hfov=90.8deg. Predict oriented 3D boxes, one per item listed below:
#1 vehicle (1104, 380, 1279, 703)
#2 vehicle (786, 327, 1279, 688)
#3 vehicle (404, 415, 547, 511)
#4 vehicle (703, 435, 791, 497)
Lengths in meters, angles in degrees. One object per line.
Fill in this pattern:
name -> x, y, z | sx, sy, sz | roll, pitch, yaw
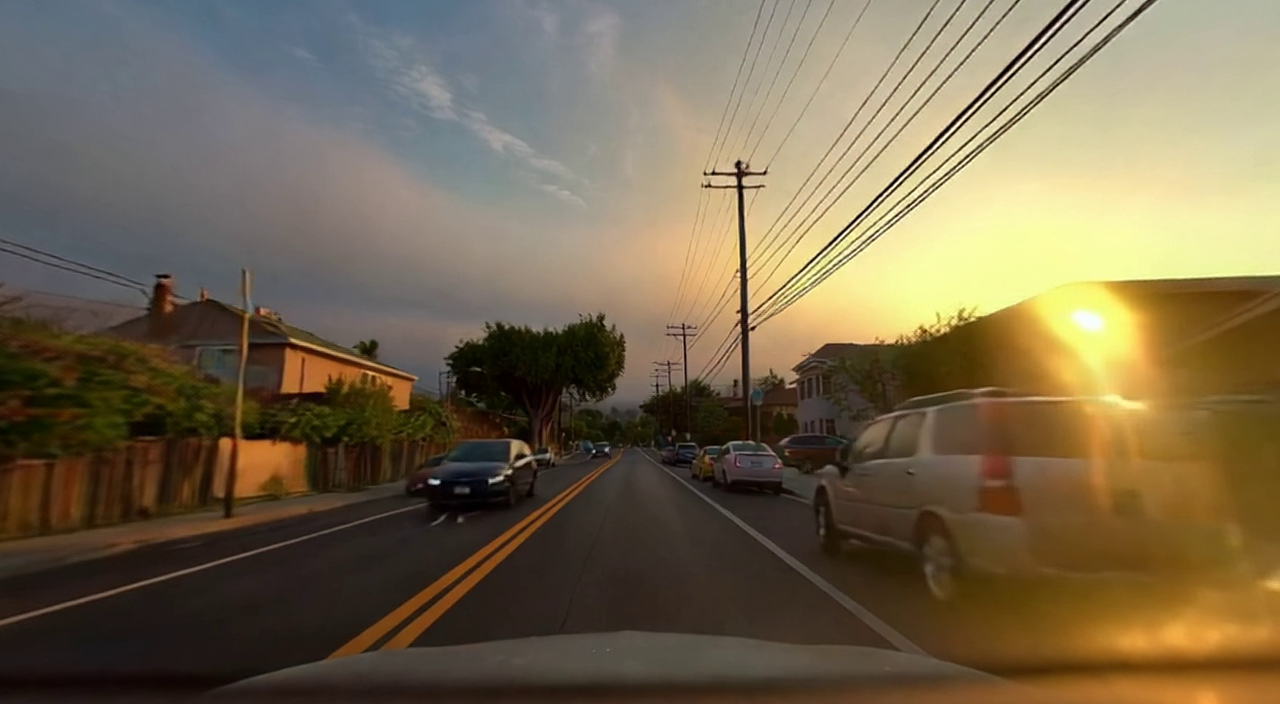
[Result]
vehicle -> 3.379, 0.653, 0.903 | 1.914, 1.520, 4.455 | 0, -8, -2
vehicle -> 3.249, 1.235, 6.238 | 2.174, 2.049, 5.088 | 0, -8, -2
vehicle -> -3.721, 2.640, 15.399 | 2.194, 1.935, 4.807 | 0, -9, 0
vehicle -> 3.072, 3.352, 18.990 | 1.826, 1.614, 4.241 | 0, -9, -1
